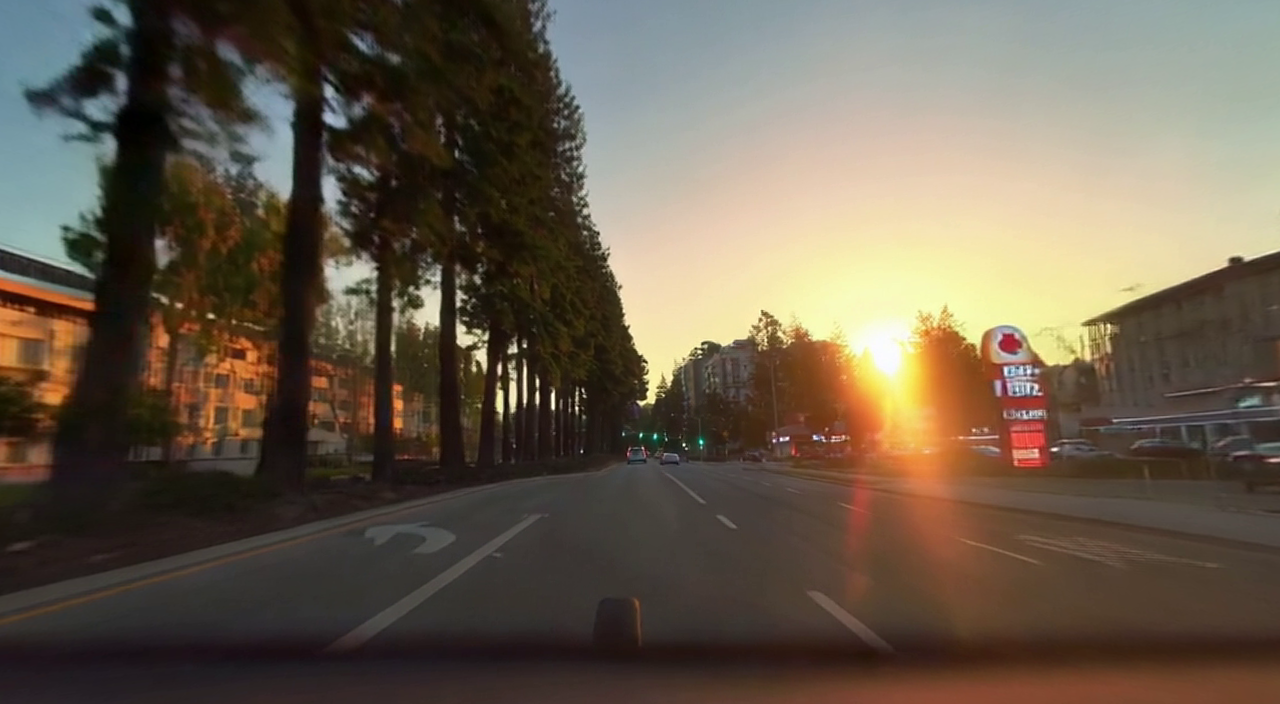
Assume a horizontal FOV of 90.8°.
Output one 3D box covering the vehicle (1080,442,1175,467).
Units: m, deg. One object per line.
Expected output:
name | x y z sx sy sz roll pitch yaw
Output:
vehicle | 34.639 7.291 45.014 2.054 1.684 4.845 7 -10 -33

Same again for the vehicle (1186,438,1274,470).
vehicle | 31.648 5.491 34.096 2.133 1.584 4.842 -5 -10 27
